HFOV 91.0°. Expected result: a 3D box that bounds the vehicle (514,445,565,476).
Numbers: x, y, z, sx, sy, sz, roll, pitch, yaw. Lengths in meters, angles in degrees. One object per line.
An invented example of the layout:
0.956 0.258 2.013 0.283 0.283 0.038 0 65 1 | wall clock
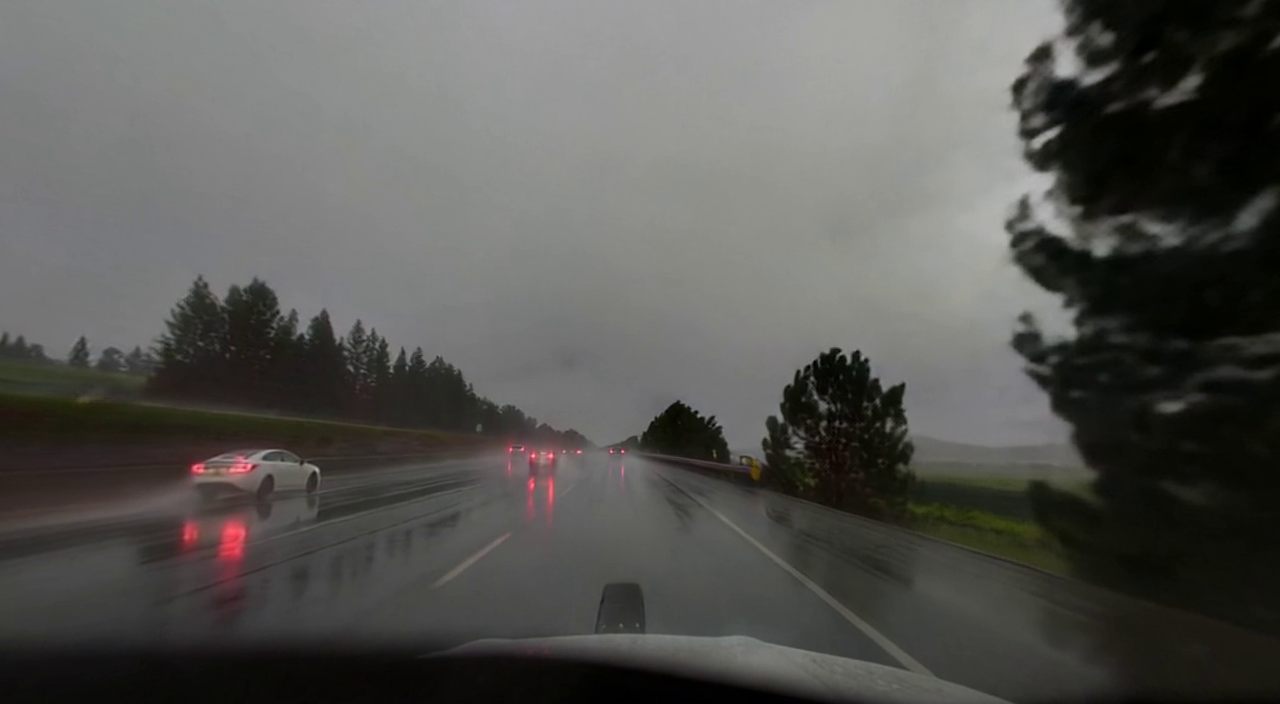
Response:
-5.077 5.556 32.323 2.120 1.458 4.031 0 -9 -3 | vehicle

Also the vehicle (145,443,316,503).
-11.582 3.431 18.322 1.960 1.487 4.593 0 -9 -1 | vehicle

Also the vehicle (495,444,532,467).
-9.406 7.691 47.033 2.015 1.608 4.294 0 -9 -2 | vehicle
